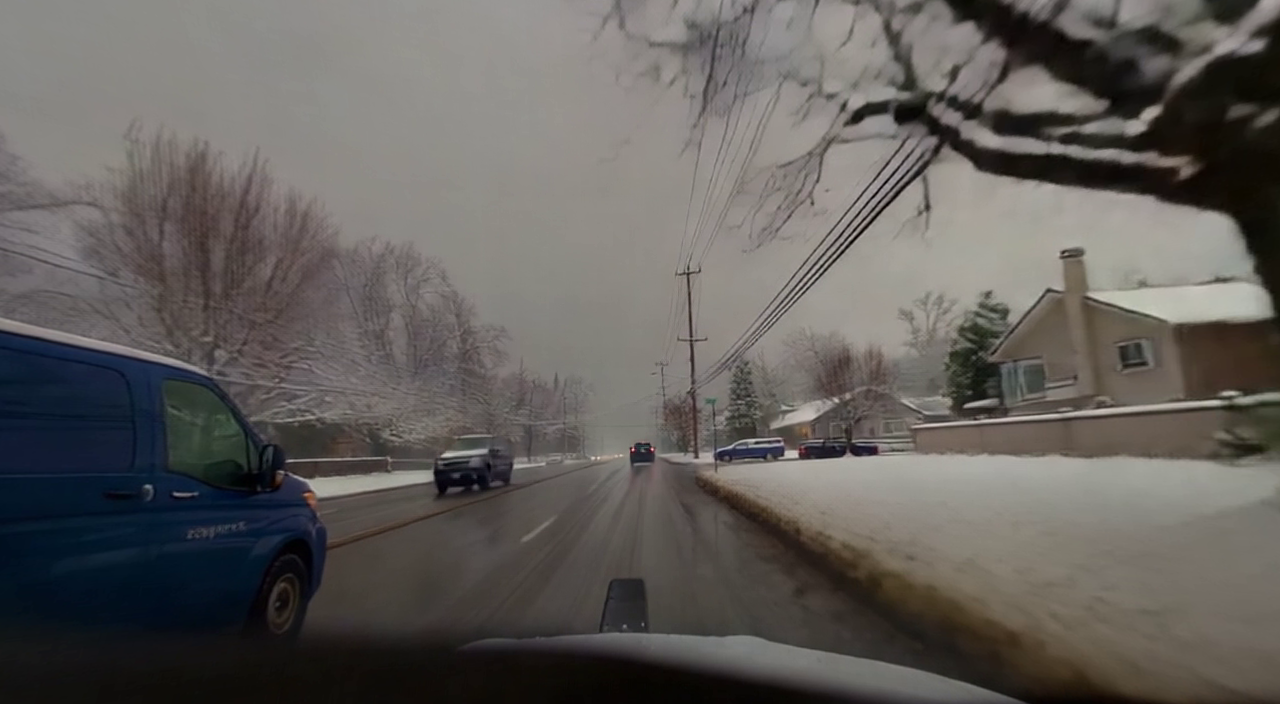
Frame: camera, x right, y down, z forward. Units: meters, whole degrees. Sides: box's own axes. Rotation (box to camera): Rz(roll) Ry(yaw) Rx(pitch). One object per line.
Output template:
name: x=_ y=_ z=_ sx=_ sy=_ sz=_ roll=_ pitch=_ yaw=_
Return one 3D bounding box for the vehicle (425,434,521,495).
vehicle: x=-6.605 y=4.511 z=25.693 sx=2.333 sy=2.165 sz=5.436 roll=-1 pitch=-9 yaw=1

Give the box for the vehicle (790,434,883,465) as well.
vehicle: x=10.324 y=5.152 z=33.349 sx=4.295 sy=1.505 sz=1.918 roll=-1 pitch=-8 yaw=1

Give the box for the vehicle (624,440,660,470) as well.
vehicle: x=0.133 y=6.404 z=39.350 sx=2.120 sy=1.718 sz=3.909 roll=0 pitch=-9 yaw=1

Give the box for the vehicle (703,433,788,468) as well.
vehicle: x=6.778 y=6.280 z=40.318 sx=5.012 sy=1.711 sz=2.457 roll=-7 pitch=-8 yaw=15

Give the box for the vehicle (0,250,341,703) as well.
vehicle: x=-3.625 y=0.648 z=2.074 sx=2.336 sy=2.152 sz=5.866 roll=0 pitch=-9 yaw=1
